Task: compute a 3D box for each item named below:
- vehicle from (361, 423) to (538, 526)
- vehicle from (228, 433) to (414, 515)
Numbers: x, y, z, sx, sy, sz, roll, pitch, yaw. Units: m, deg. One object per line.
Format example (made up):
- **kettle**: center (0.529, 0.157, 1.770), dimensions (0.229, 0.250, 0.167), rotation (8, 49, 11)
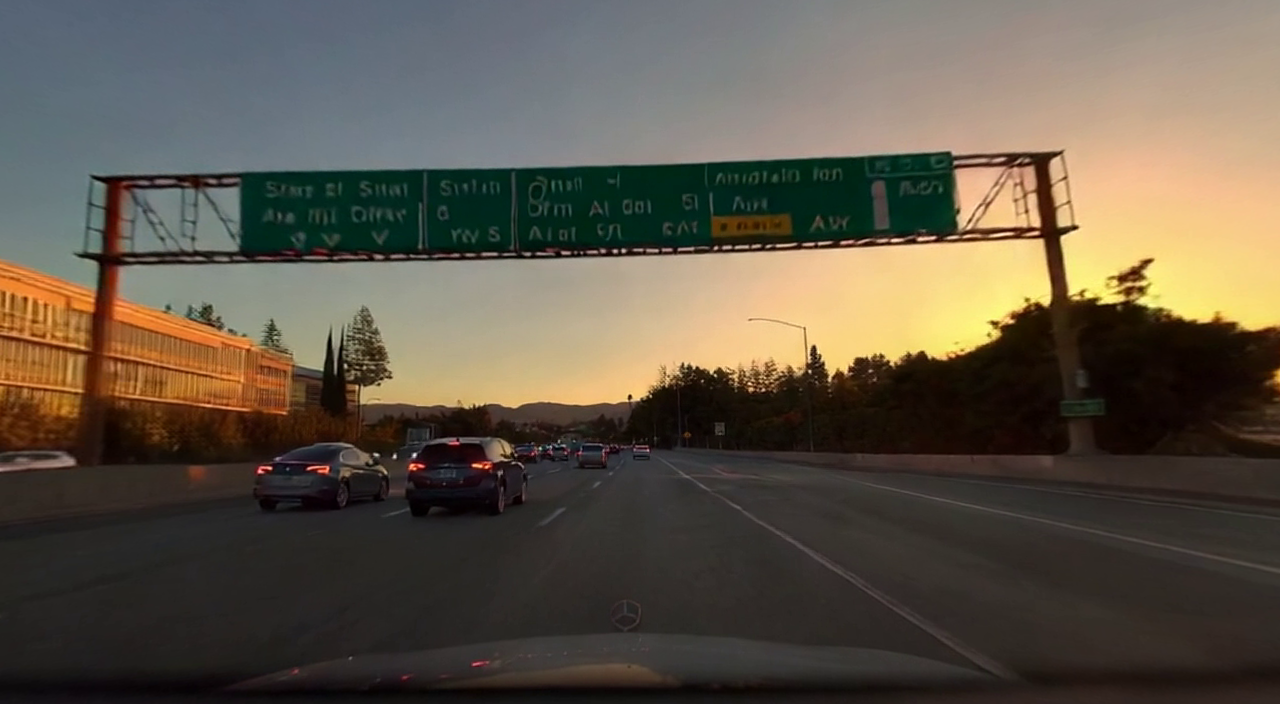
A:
- **vehicle**: center (-3.570, 2.405, 12.843), dimensions (2.158, 1.717, 4.375), rotation (-1, -9, 1)
- **vehicle**: center (-7.425, 2.878, 15.327), dimensions (2.071, 1.661, 4.540), rotation (0, -9, 1)
